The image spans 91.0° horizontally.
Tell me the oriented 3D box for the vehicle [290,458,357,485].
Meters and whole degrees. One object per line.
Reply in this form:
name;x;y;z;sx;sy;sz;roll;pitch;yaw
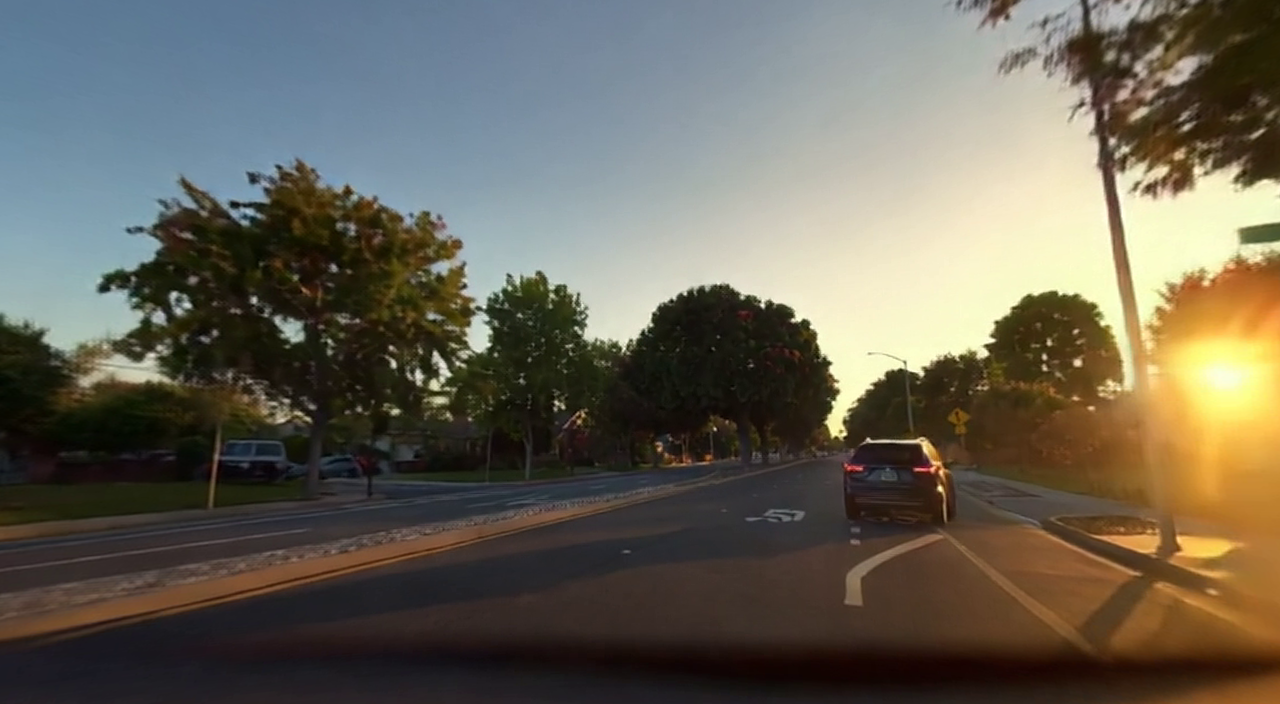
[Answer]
vehicle;-23.806;8.980;47.533;1.918;1.796;4.703;-2;-9;12

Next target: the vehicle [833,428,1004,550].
vehicle;5.289;2.359;11.589;2.018;1.733;4.546;-6;-10;33

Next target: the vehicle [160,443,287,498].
vehicle;-22.049;6.276;33.720;2.329;2.631;5.560;-3;-9;10
